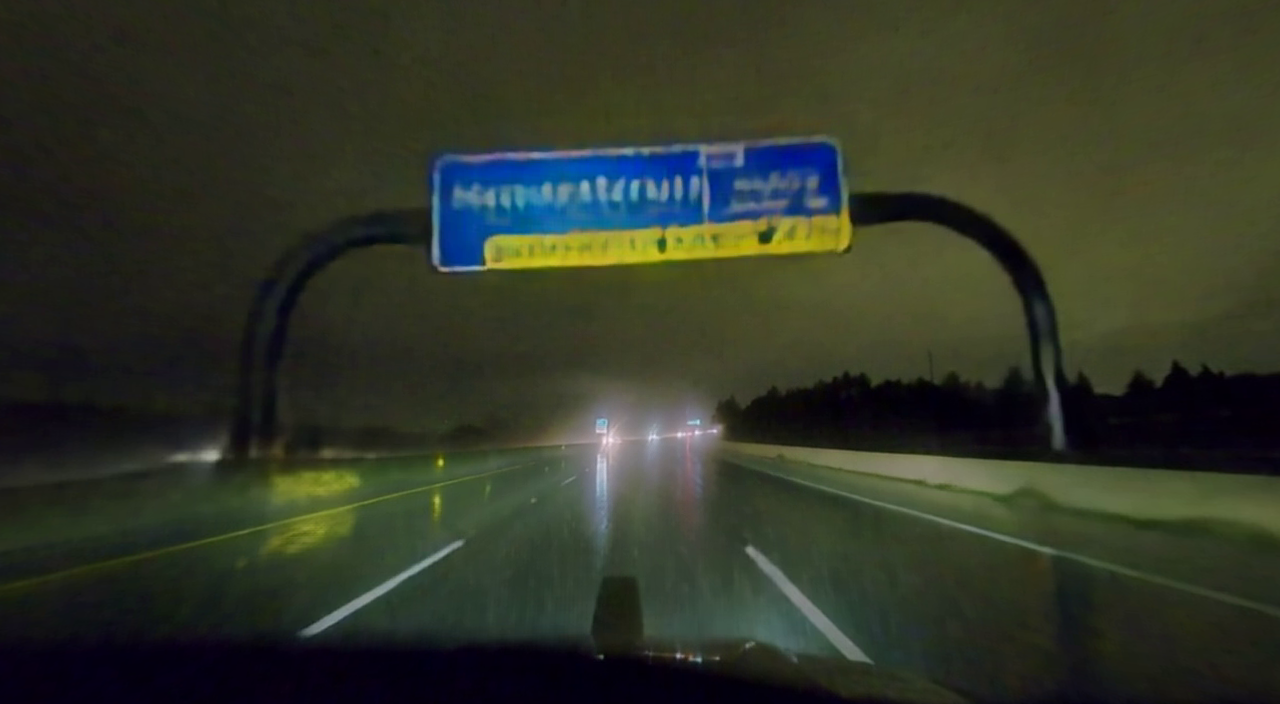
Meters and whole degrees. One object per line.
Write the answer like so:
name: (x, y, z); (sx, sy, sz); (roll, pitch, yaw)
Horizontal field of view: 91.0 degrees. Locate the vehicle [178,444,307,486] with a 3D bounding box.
vehicle: (-15.892, 4.506, 25.544); (2.143, 1.504, 4.702); (0, -8, 0)
